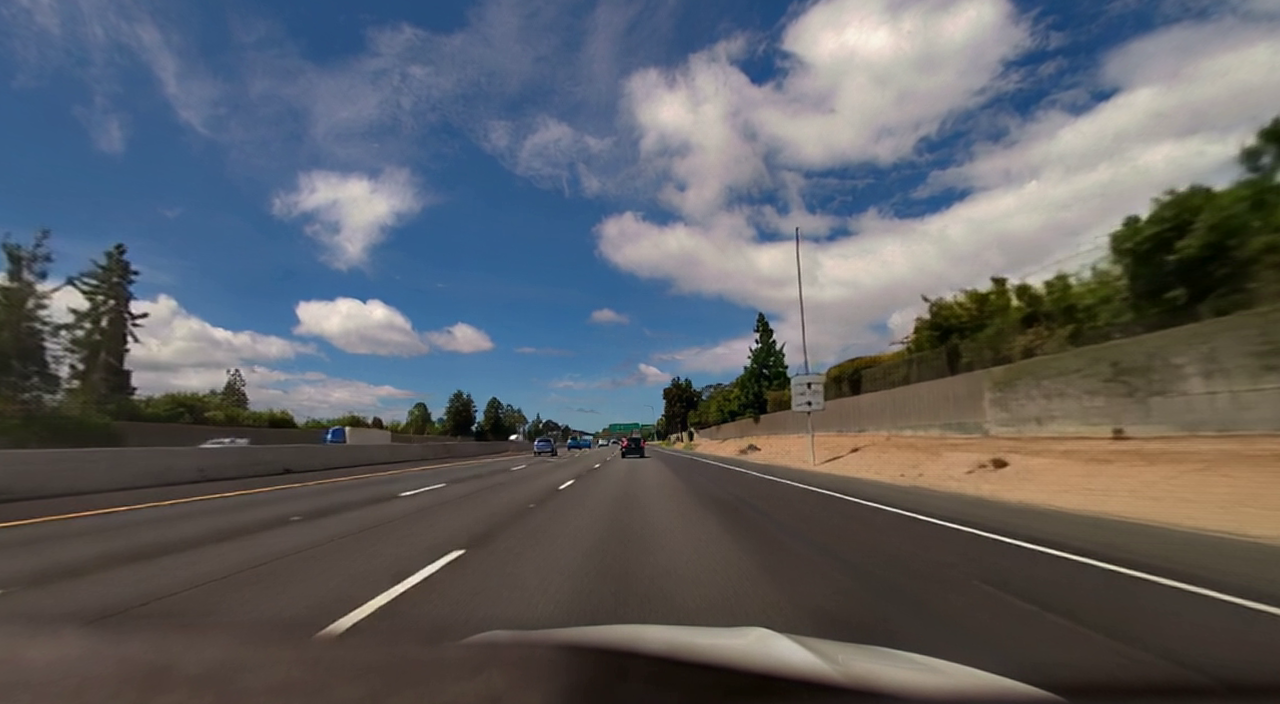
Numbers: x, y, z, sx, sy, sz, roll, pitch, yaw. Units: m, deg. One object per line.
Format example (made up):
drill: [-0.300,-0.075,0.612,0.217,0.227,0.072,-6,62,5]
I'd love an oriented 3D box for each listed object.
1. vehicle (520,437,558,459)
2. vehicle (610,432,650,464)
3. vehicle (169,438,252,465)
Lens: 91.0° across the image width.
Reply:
vehicle: [-7.516,7.159,47.130,2.019,1.523,4.396,0,-8,1]
vehicle: [-0.509,5.438,35.769,2.141,1.706,4.065,0,-8,0]
vehicle: [-28.907,6.704,42.605,2.074,1.703,4.952,0,-8,1]
